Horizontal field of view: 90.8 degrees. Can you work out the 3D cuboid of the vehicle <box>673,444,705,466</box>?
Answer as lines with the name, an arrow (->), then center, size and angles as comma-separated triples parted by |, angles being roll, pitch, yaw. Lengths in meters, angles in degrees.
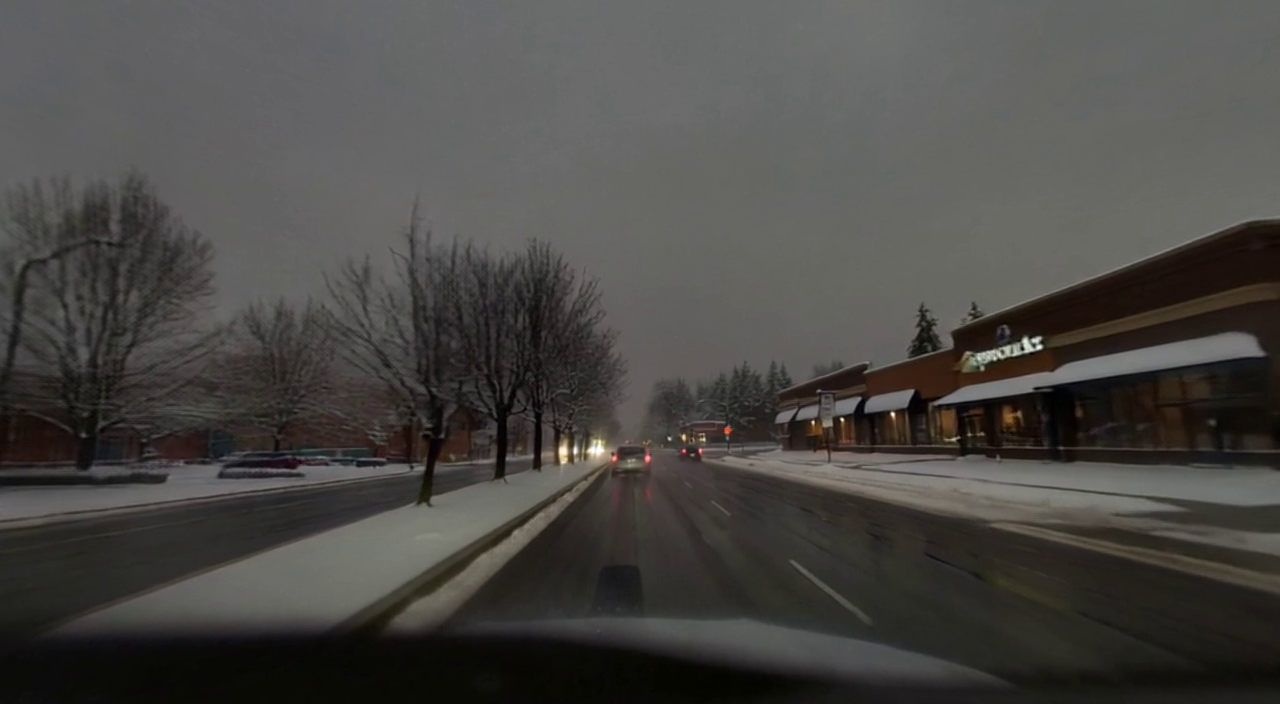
vehicle -> 3.513, 7.484, 45.922 | 1.910, 1.474, 4.003 | 0, -9, -1

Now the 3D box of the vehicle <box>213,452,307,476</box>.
vehicle -> -23.215, 6.836, 38.704 | 4.472, 1.412, 1.891 | 0, -9, -3

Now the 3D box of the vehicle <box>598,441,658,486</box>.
vehicle -> -0.413, 4.027, 23.031 | 2.006, 1.487, 3.535 | 0, -9, -1
